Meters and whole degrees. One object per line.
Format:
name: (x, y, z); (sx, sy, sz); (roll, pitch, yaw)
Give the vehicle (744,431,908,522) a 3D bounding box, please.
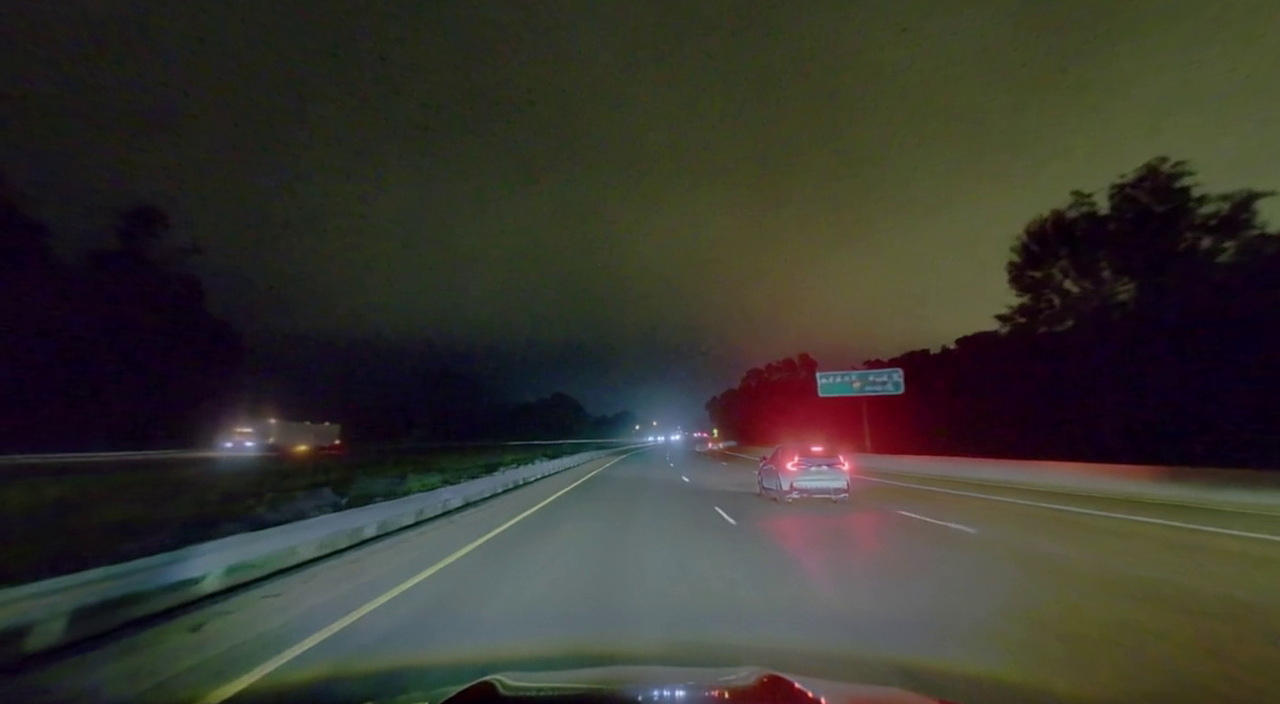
vehicle: (3.584, 2.474, 13.133); (2.050, 1.546, 4.344); (0, -8, -1)
